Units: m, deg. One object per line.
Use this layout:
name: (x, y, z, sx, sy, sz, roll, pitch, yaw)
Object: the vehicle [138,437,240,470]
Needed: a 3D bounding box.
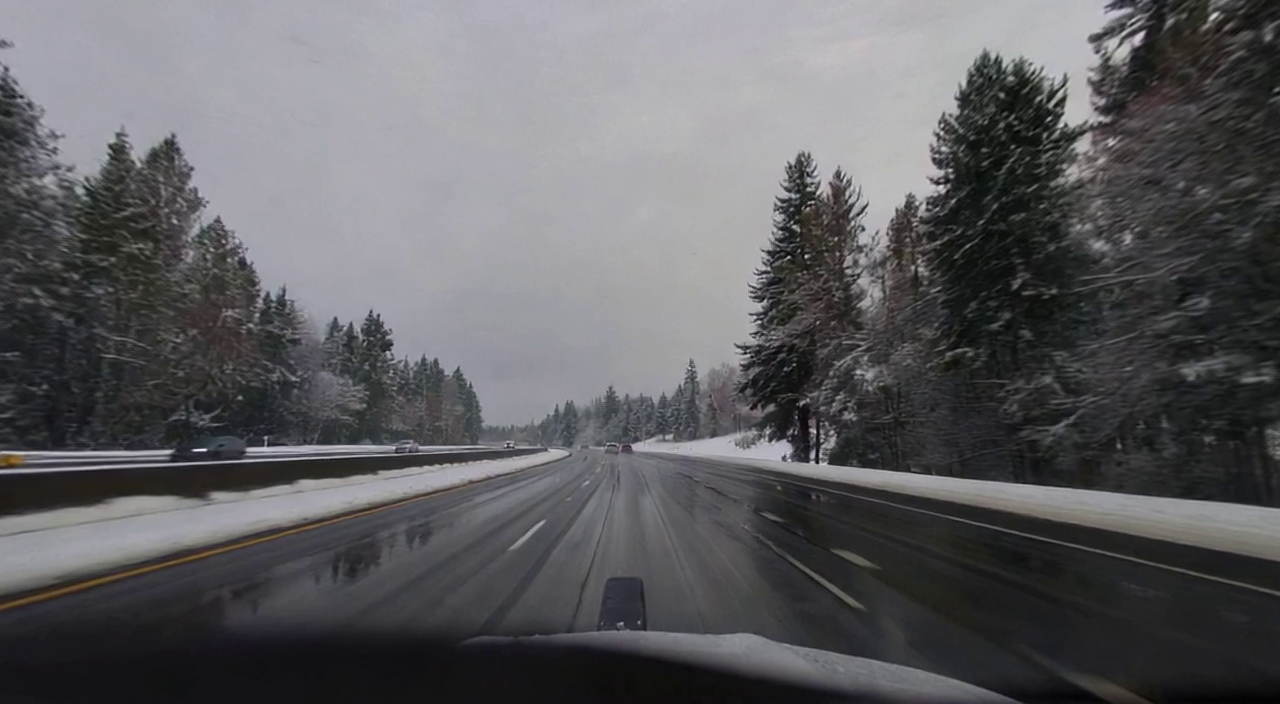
vehicle: (-21.879, 4.931, 30.778, 1.861, 1.491, 4.260, 0, -9, -1)
